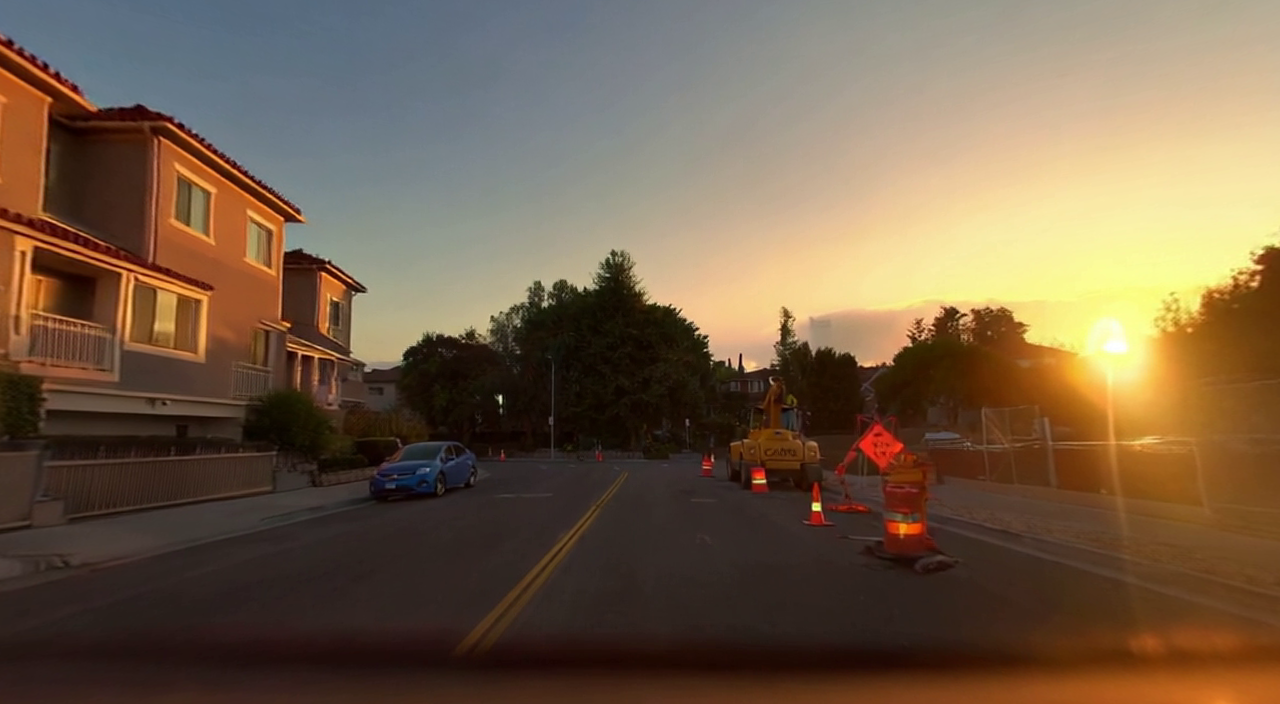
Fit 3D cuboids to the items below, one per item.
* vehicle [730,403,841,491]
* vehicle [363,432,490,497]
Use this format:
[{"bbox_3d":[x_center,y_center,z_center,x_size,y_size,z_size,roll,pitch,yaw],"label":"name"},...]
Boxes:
[{"bbox_3d":[4.600,3.097,20.593,2.501,2.613,3.505,1,-9,-5],"label":"vehicle"},{"bbox_3d":[-6.457,3.462,19.828,2.220,1.765,4.799,0,-8,1],"label":"vehicle"}]
